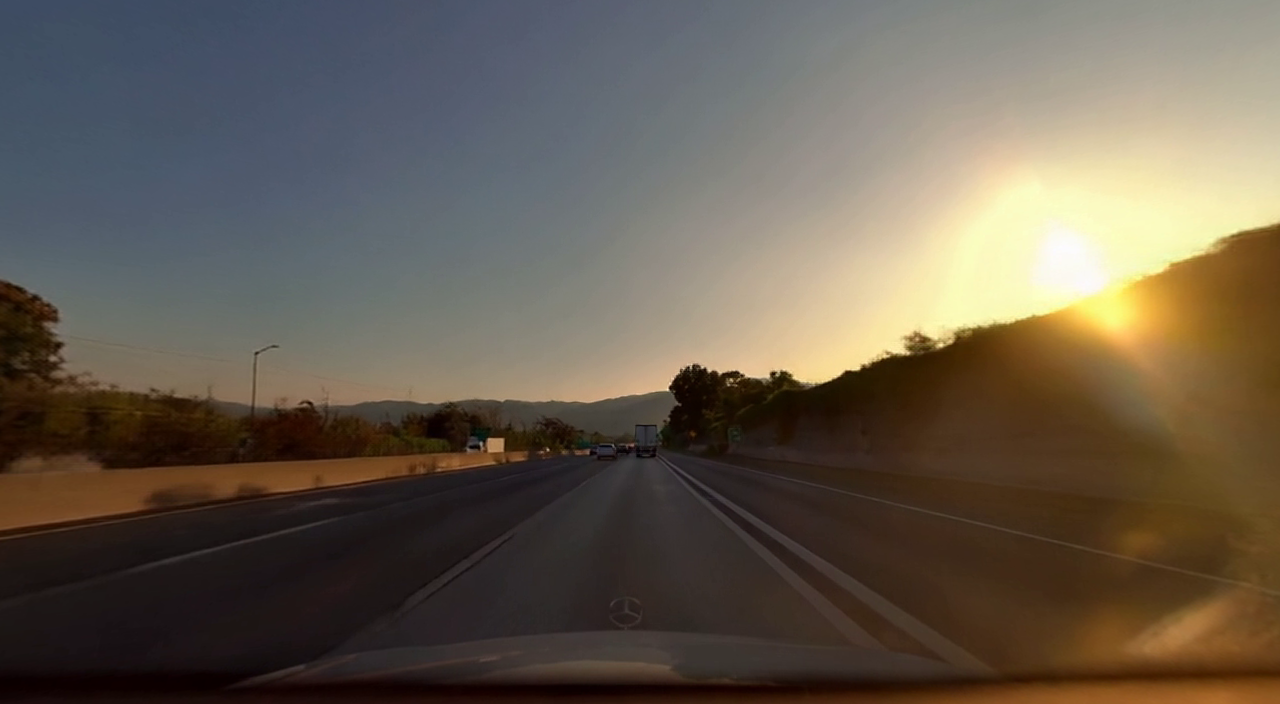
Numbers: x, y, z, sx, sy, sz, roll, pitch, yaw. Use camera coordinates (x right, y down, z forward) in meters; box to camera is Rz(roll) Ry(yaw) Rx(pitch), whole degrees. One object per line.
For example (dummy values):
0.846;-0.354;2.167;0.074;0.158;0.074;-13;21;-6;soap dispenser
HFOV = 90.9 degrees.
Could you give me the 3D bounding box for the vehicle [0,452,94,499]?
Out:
-21.749;4.211;21.609;1.943;1.490;4.482;0;-9;1;vehicle
